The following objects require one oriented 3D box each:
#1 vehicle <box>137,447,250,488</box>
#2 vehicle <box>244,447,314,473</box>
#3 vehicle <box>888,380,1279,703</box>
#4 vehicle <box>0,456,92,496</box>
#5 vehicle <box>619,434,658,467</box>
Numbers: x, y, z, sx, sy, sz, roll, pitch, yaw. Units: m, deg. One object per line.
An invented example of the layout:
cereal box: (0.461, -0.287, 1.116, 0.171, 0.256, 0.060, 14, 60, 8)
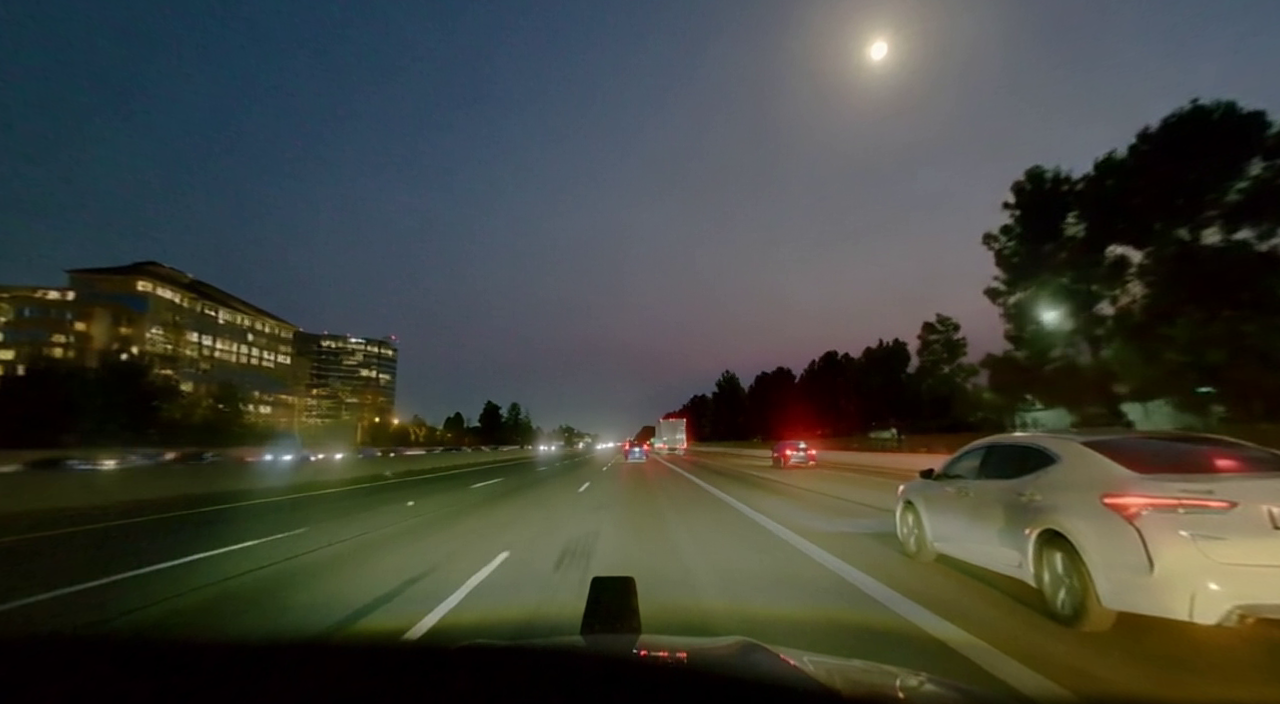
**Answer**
vehicle: (-17.871, 4.602, 25.513, 1.796, 1.505, 3.726, 0, -8, 0)
vehicle: (-24.878, 7.440, 43.722, 1.970, 1.642, 4.831, 0, -8, 0)
vehicle: (3.732, 1.217, 4.706, 1.950, 1.596, 4.326, 0, -8, -1)
vehicle: (-25.627, 5.092, 26.154, 1.848, 1.467, 4.495, 0, -8, 0)
vehicle: (-0.107, 6.184, 39.787, 2.297, 1.912, 4.355, 0, -8, 0)
